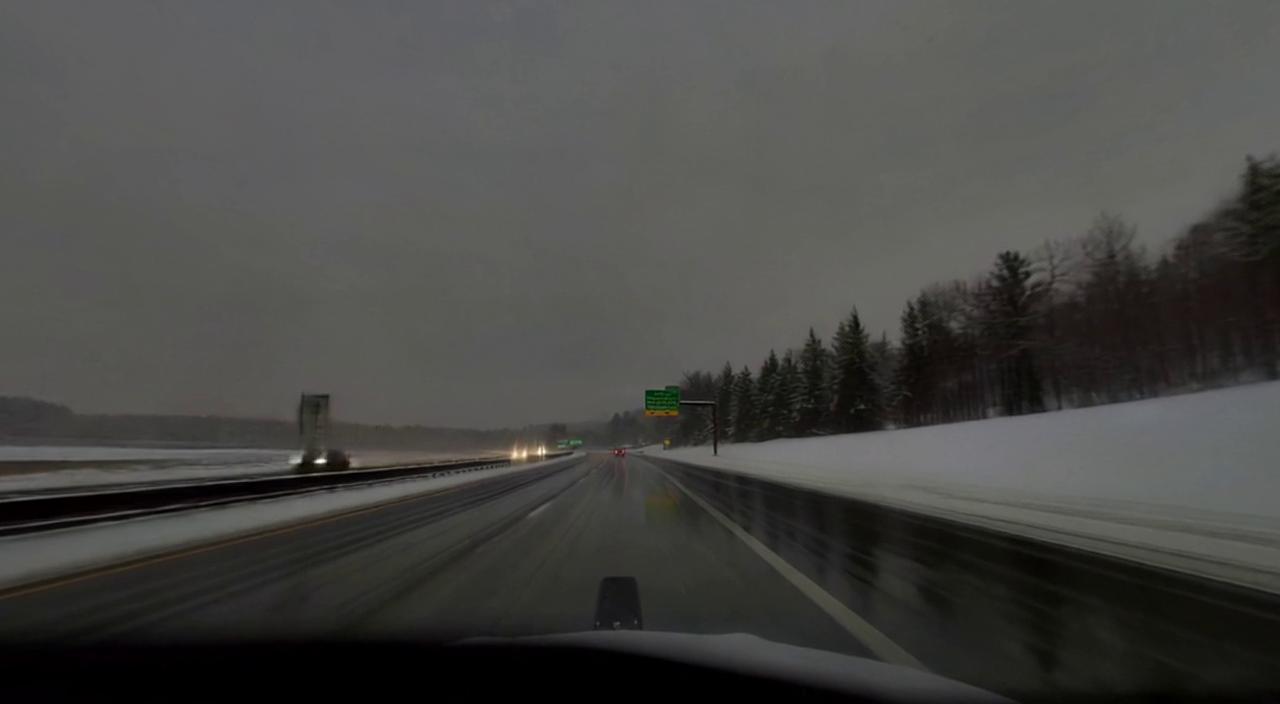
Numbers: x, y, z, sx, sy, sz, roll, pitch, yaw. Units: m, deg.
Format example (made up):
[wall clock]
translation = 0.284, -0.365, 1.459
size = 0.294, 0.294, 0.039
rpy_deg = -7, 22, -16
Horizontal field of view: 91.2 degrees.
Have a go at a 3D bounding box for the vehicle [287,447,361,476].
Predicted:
[vehicle]
translation = -17.781, 6.176, 35.531
size = 1.869, 1.469, 4.602
rpy_deg = 0, -9, -1
